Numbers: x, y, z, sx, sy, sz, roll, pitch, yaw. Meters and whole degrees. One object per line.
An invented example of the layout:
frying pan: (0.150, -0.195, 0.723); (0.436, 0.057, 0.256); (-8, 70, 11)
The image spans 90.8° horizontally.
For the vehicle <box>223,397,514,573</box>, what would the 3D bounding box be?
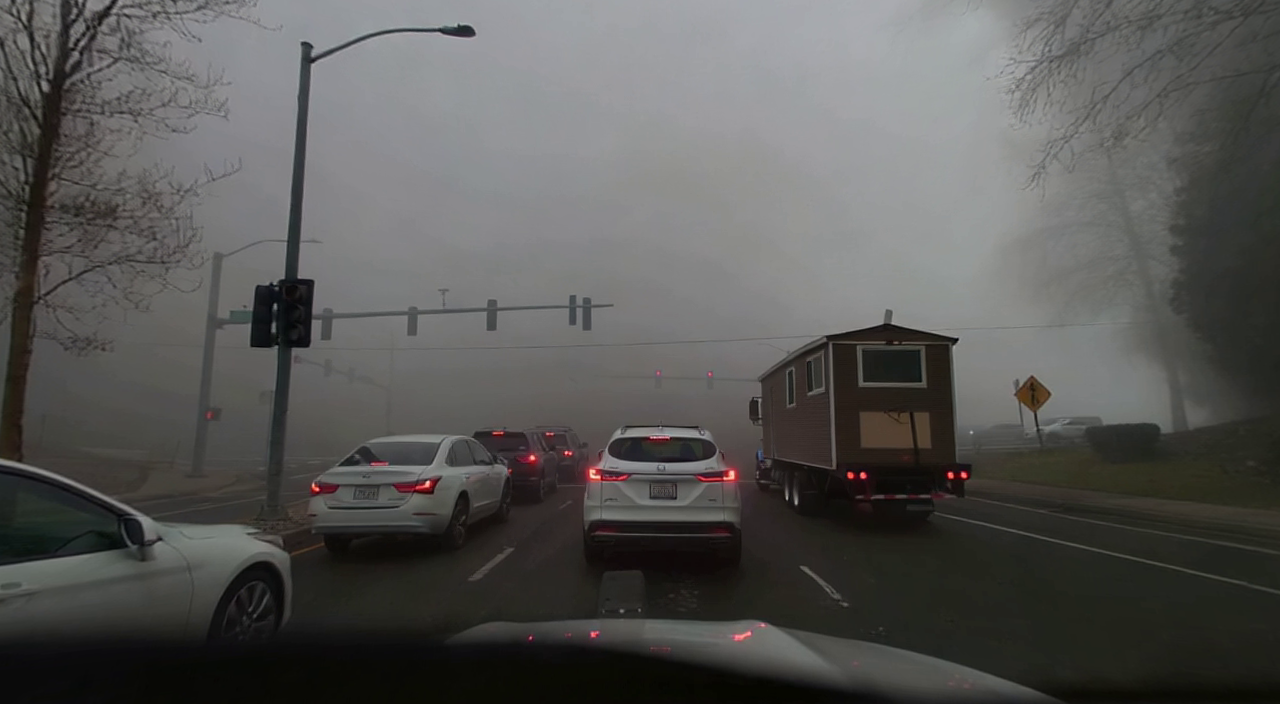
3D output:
vehicle: (-3.271, 1.716, 8.839); (2.085, 1.812, 4.388); (0, -9, 0)

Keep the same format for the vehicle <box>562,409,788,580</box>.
vehicle: (0.352, 1.707, 8.321); (2.189, 1.649, 4.171); (0, -9, 0)

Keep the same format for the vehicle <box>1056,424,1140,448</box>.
vehicle: (33.164, 6.138, 45.889); (4.671, 1.595, 1.824); (-6, -10, 31)

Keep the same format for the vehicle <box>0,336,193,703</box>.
vehicle: (-3.429, 0.655, 1.350); (1.952, 1.730, 4.116); (0, -9, -1)

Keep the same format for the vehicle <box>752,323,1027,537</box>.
vehicle: (3.688, 1.402, 11.005); (2.531, 2.750, 5.595); (0, -9, 1)
